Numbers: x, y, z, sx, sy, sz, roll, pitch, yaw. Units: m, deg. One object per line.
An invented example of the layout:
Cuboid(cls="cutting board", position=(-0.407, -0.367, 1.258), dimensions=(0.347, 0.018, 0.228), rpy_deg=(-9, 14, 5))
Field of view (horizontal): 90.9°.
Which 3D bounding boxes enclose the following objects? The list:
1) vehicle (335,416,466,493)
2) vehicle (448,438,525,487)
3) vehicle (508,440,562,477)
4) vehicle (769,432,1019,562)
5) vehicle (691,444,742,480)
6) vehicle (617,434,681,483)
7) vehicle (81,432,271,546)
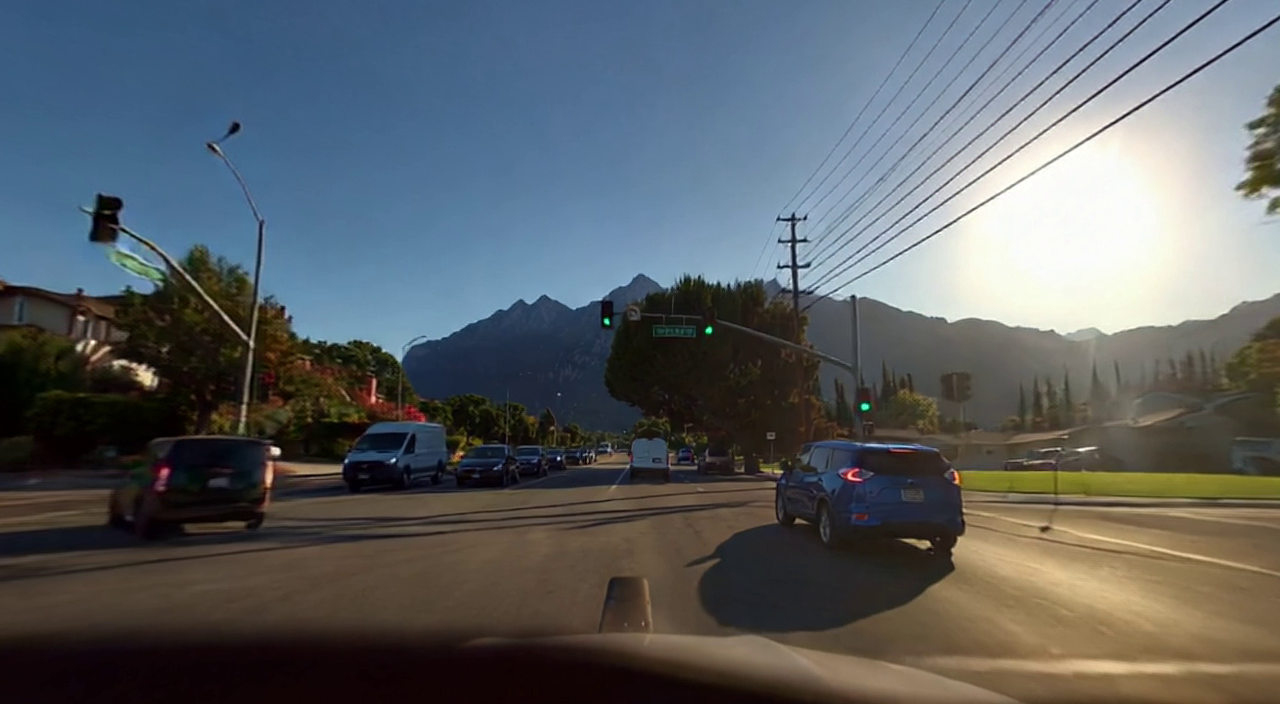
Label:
Cuboid(cls="vehicle", position=(-9.300, 4.082, 25.395), dimensions=(2.725, 2.710, 6.304), rpy_deg=(0, -8, 0))
Cuboid(cls="vehicle", position=(-6.041, 4.384, 25.338), dimensions=(1.983, 1.801, 4.391), rpy_deg=(0, -8, 0))
Cuboid(cls="vehicle", position=(-5.705, 5.849, 34.870), dimensions=(1.993, 1.884, 5.481), rpy_deg=(0, -9, 0))
Cuboid(cls="vehicle", position=(3.800, 2.241, 10.620), dimensions=(2.155, 1.658, 4.721), rpy_deg=(0, -9, -1))
Cuboid(cls="vehicle", position=(3.773, 5.497, 31.745), dimensions=(1.957, 1.646, 4.355), rpy_deg=(0, -8, -1))
Cuboid(cls="vehicle", position=(0.364, 4.745, 28.388), dimensions=(2.636, 2.011, 5.130), rpy_deg=(0, -9, 0))
Cuboid(cls="vehicle", position=(-9.024, 2.474, 12.112), dimensions=(4.458, 1.749, 2.059), rpy_deg=(-8, -12, 43))
